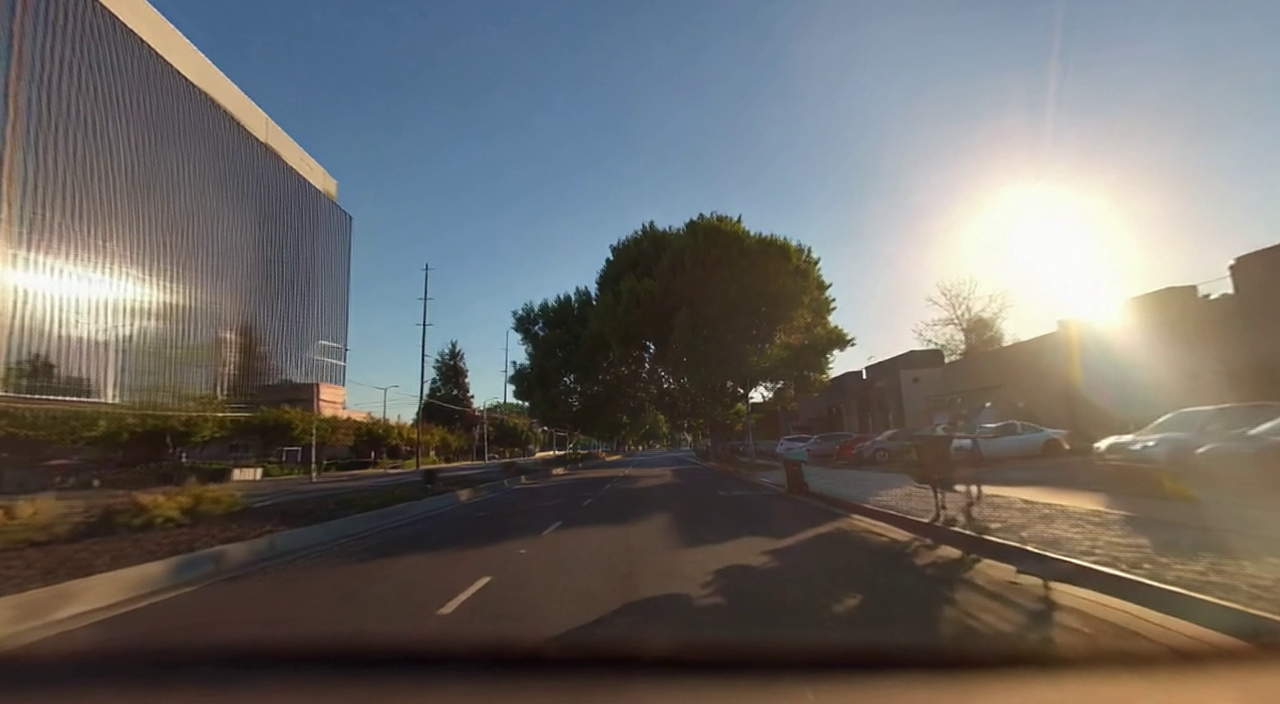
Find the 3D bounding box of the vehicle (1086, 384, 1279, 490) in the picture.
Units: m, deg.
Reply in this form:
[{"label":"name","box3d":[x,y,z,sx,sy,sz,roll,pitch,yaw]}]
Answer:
[{"label":"vehicle","box3d":[12.265,1.641,12.943,4.572,1.744,1.956,-6,-8,-2]}]

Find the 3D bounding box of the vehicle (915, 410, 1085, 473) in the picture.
[{"label":"vehicle","box3d":[12.255,3.092,21.709,4.478,1.578,1.944,-7,-9,2]}]

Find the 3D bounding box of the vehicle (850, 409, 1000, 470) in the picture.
[{"label":"vehicle","box3d":[12.258,3.819,27.389,5.330,1.917,2.001,-7,-9,1]}]
